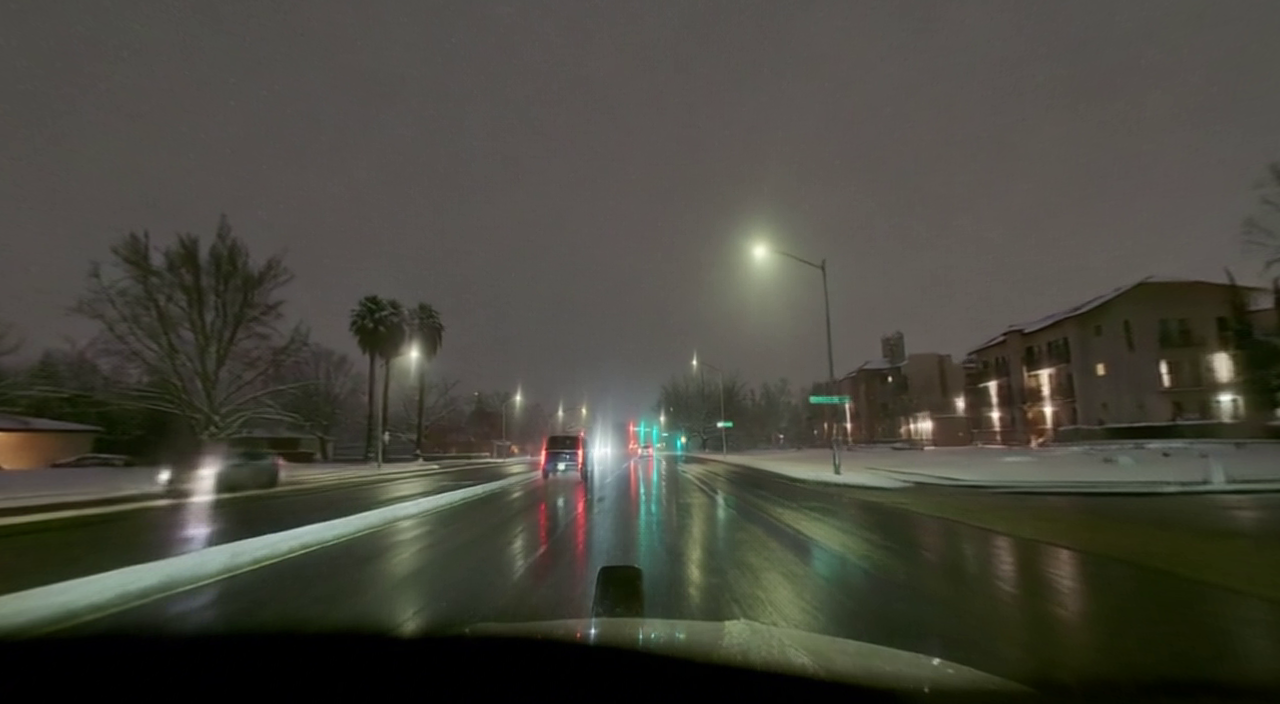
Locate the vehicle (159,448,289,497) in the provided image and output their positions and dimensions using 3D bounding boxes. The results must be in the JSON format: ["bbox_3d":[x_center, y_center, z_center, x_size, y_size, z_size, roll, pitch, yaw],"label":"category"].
[{"bbox_3d":[-17.570,5.058,26.994,2.105,1.871,4.969,0,-9,1],"label":"vehicle"}]

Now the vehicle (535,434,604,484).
[{"bbox_3d":[-2.973,4.699,28.029,2.370,1.968,5.698,0,-9,1],"label":"vehicle"}]
